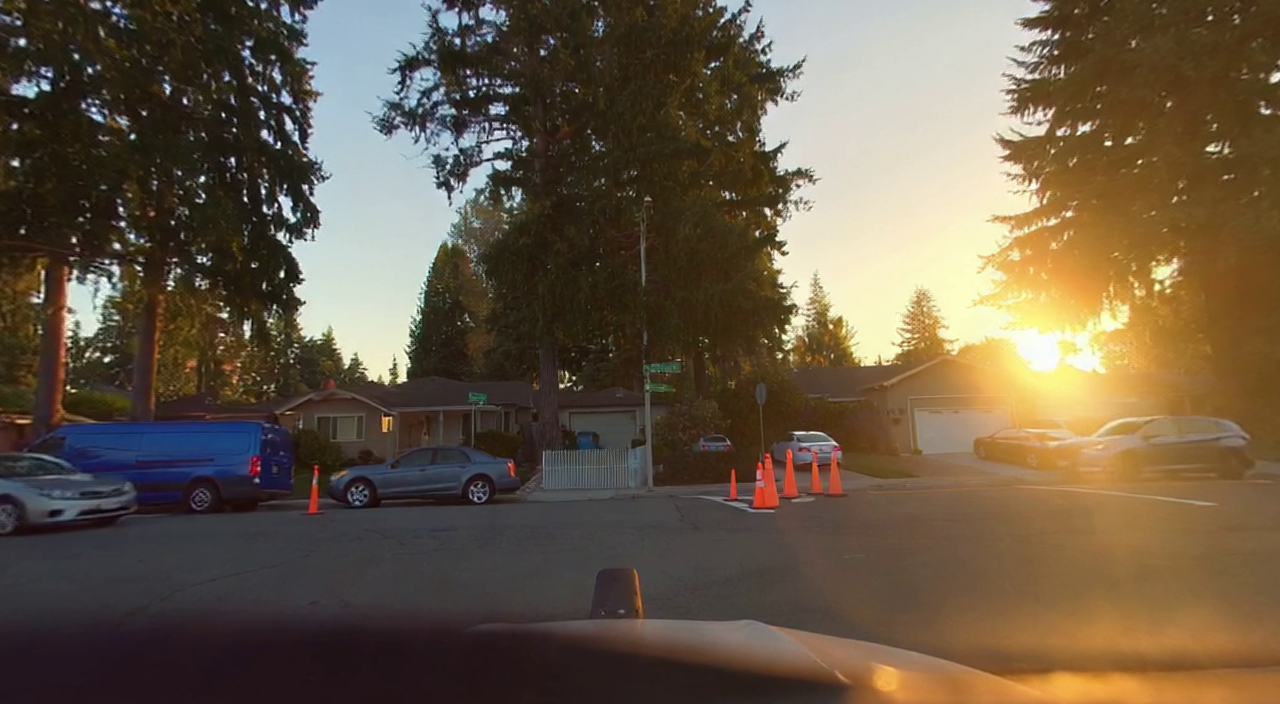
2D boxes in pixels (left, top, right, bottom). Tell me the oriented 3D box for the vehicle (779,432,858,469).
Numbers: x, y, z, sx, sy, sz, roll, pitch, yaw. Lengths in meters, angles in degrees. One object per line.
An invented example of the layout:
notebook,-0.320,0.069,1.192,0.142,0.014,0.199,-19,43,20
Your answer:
vehicle,8.067,4.495,28.963,1.893,1.529,4.422,1,-9,-7

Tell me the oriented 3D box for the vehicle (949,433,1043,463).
vehicle,23.388,6.295,41.629,4.984,1.912,2.132,1,-8,-5

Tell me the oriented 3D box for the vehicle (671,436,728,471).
vehicle,2.589,4.538,28.357,1.745,1.461,4.074,1,-9,-6

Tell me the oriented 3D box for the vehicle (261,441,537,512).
vehicle,-6.368,3.413,17.784,6.643,1.777,2.925,1,-8,-6

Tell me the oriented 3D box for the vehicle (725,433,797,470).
vehicle,5.344,4.467,28.498,2.007,1.555,4.204,1,-9,-7

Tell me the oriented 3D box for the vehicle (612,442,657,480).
vehicle,-0.300,4.762,27.930,1.648,1.430,3.654,4,-9,-4

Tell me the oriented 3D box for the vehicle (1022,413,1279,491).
vehicle,13.078,2.575,16.369,5.047,1.851,2.103,1,-9,-5

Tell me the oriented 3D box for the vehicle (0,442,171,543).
vehicle,-11.332,2.350,10.938,4.684,1.556,2.087,0,-8,-1
